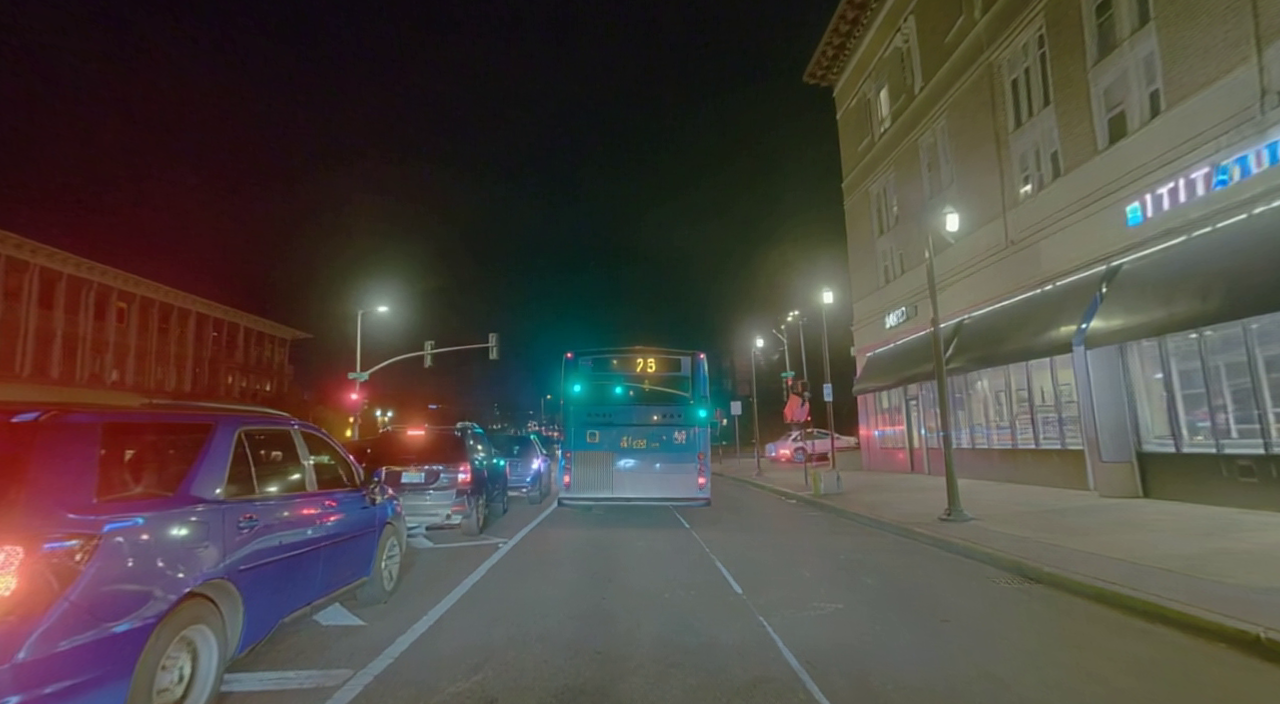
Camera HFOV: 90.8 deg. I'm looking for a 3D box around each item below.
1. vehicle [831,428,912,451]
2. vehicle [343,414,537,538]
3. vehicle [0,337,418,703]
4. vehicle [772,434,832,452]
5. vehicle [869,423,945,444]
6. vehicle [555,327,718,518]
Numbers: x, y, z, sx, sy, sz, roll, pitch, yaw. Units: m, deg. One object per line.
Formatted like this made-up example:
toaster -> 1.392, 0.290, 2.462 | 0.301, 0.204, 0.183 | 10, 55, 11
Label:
vehicle -> 15.626, 5.969, 42.893 | 4.774, 1.492, 1.802 | 0, -9, 3
vehicle -> -3.348, 2.194, 11.775 | 2.096, 1.828, 4.669 | 0, -8, 0
vehicle -> -3.209, 1.090, 3.975 | 2.020, 1.725, 4.384 | 0, -8, 0
vehicle -> 11.943, 6.730, 46.687 | 3.949, 1.337, 1.738 | 1, -9, -4
vehicle -> 19.933, 6.095, 47.203 | 4.827, 1.555, 1.863 | 1, -9, -6
vehicle -> -0.299, 1.994, 16.537 | 2.938, 3.468, 9.972 | 0, -8, -3
